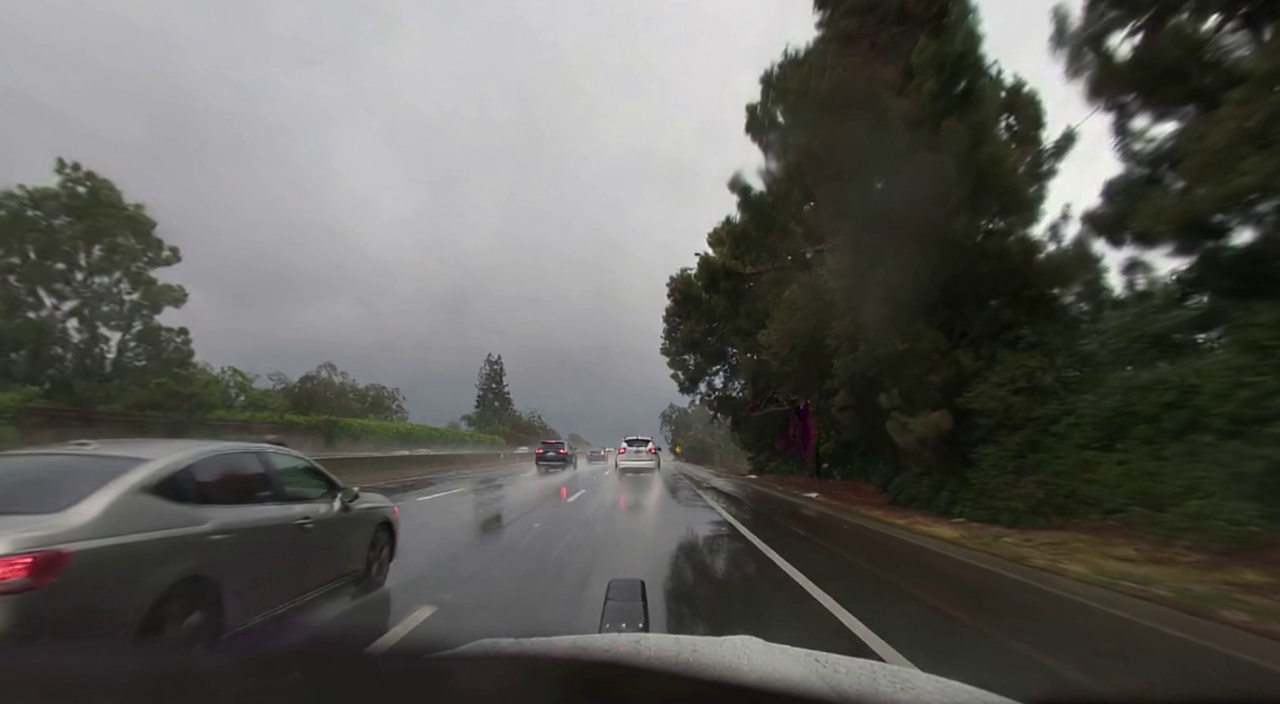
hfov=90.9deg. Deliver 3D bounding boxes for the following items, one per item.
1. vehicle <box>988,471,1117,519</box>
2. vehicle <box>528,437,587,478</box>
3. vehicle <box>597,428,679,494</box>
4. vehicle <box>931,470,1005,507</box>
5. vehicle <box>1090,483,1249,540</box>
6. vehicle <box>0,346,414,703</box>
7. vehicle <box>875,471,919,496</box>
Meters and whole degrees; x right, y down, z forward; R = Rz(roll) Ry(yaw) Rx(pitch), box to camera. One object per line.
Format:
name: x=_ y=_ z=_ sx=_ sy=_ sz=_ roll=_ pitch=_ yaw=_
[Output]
vehicle: x=17.847 y=6.213 z=27.705 sx=2.393 sy=1.795 sz=4.877 roll=-3 pitch=-11 yaw=2
vehicle: x=-3.783 y=4.929 z=29.735 sx=2.104 sy=1.754 sz=4.515 roll=0 pitch=-8 yaw=1
vehicle: x=-0.086 y=3.386 z=19.944 sx=2.319 sy=1.813 sz=4.274 roll=0 pitch=-8 yaw=-1
vehicle: x=18.541 y=7.682 z=35.863 sx=1.965 sy=1.761 sz=4.363 roll=0 pitch=-9 yaw=2
vehicle: x=17.488 y=5.250 z=21.172 sx=1.805 sy=1.452 sz=4.269 roll=-1 pitch=-9 yaw=4
vehicle: x=-3.359 y=1.107 z=4.164 sx=2.117 sy=1.665 sz=4.365 roll=0 pitch=-8 yaw=0
vehicle: x=19.850 y=10.172 z=48.903 sx=1.832 sy=1.624 sz=4.158 roll=-1 pitch=-9 yaw=4
